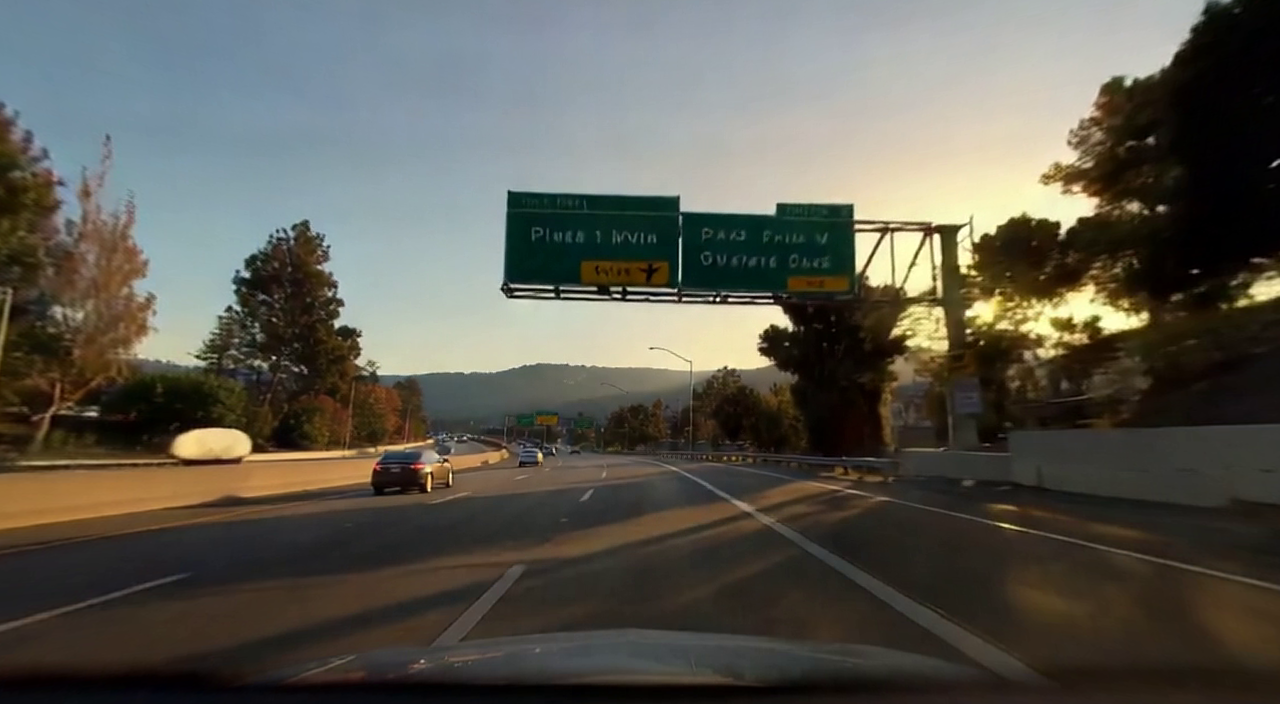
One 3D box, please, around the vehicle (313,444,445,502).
[{"bbox_3d":[-7.530,3.493,18.750,2.025,1.494,4.495,0,-8,-1],"label":"vehicle"}]
